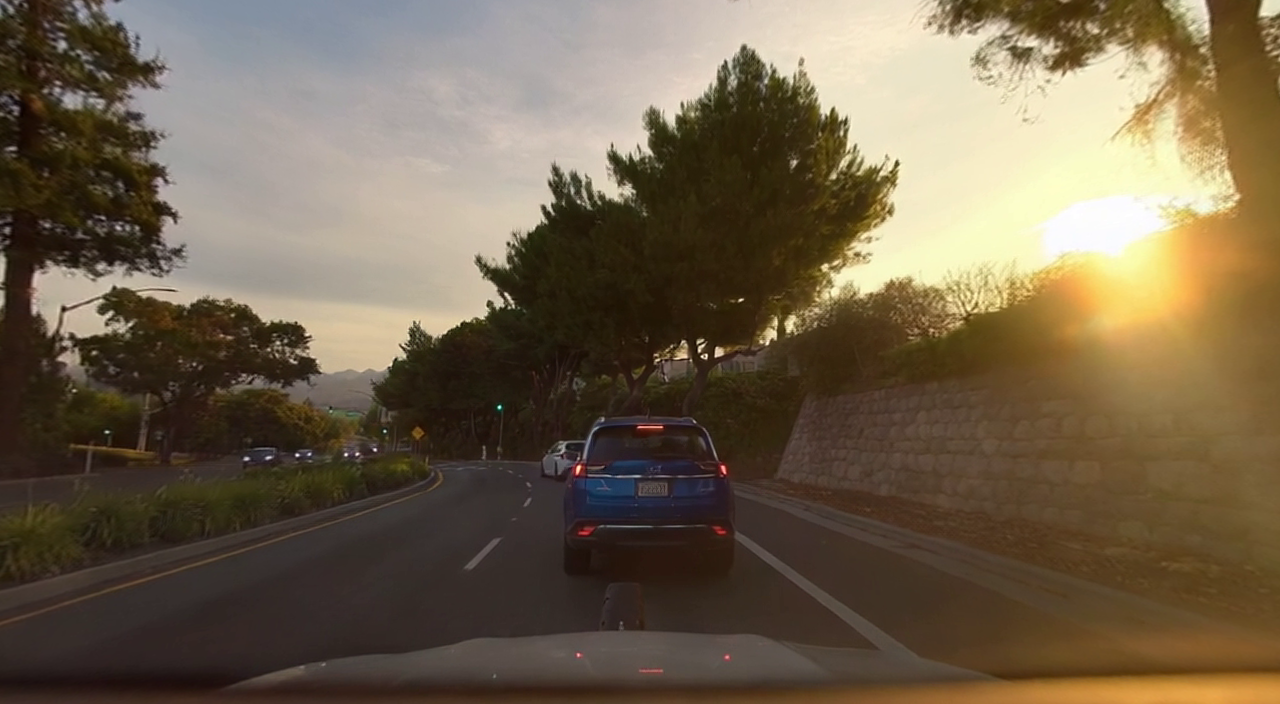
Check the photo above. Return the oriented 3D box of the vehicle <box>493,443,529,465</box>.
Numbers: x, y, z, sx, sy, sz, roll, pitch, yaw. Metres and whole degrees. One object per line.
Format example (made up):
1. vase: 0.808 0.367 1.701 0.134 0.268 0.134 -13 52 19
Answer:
1. vehicle: -9.431 7.351 45.886 1.837 1.483 4.559 3 -9 -21

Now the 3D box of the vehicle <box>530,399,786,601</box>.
1. vehicle: -0.007 1.624 7.831 2.287 1.762 4.269 1 -8 -5

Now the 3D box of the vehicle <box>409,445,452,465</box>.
1. vehicle: -16.464 7.997 49.417 2.023 1.474 4.286 6 -10 -34
